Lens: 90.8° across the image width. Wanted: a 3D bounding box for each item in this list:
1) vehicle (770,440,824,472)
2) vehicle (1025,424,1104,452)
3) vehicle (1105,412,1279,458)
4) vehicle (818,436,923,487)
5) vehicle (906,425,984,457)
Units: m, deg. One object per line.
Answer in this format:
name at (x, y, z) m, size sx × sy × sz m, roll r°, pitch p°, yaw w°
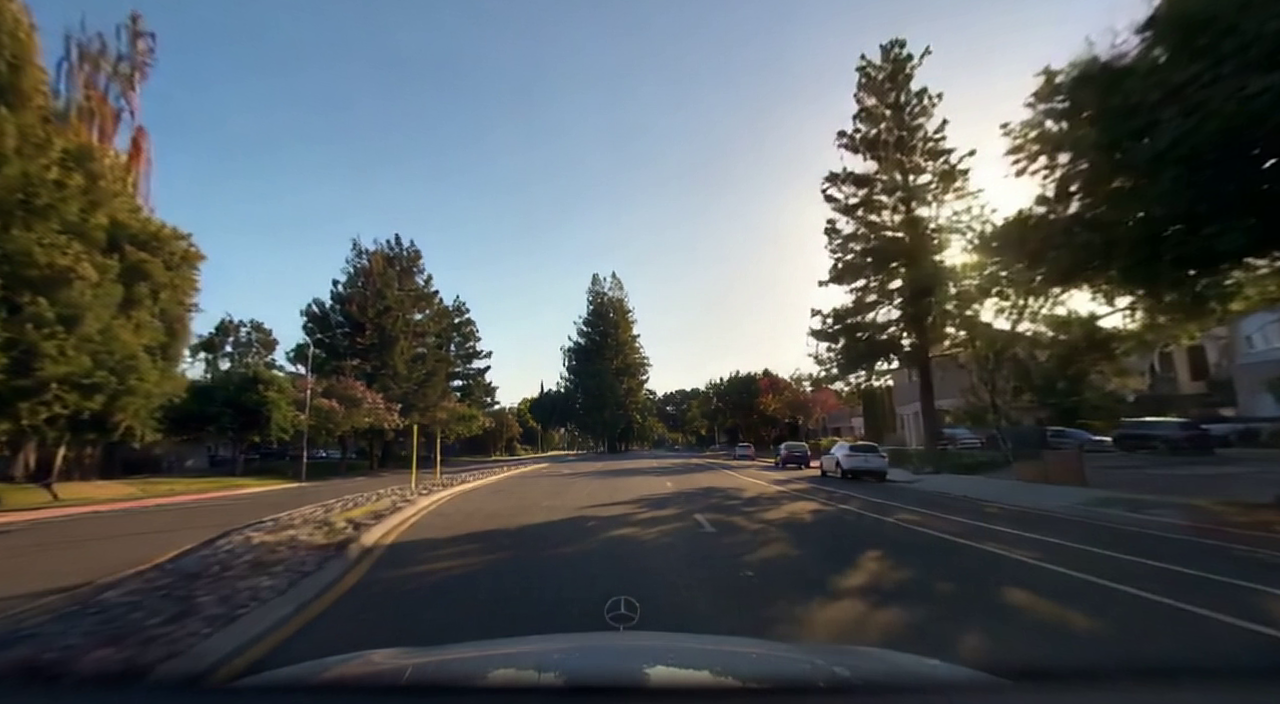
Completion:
vehicle at (8.904, 5.931, 36.255) m, size 1.990 × 1.728 × 4.597 m, roll 0°, pitch -8°, yaw 1°
vehicle at (25.673, 5.270, 38.421) m, size 1.878 × 1.581 × 4.259 m, roll 0°, pitch -8°, yaw 1°
vehicle at (24.496, 3.759, 28.208) m, size 1.979 × 1.831 × 5.479 m, roll 5°, pitch -10°, yaw -32°
vehicle at (8.587, 4.099, 24.068) m, size 2.192 × 1.714 × 4.885 m, roll 0°, pitch -8°, yaw 1°
vehicle at (18.442, 5.440, 38.510) m, size 2.018 × 1.755 × 5.379 m, roll 0°, pitch -8°, yaw -1°
